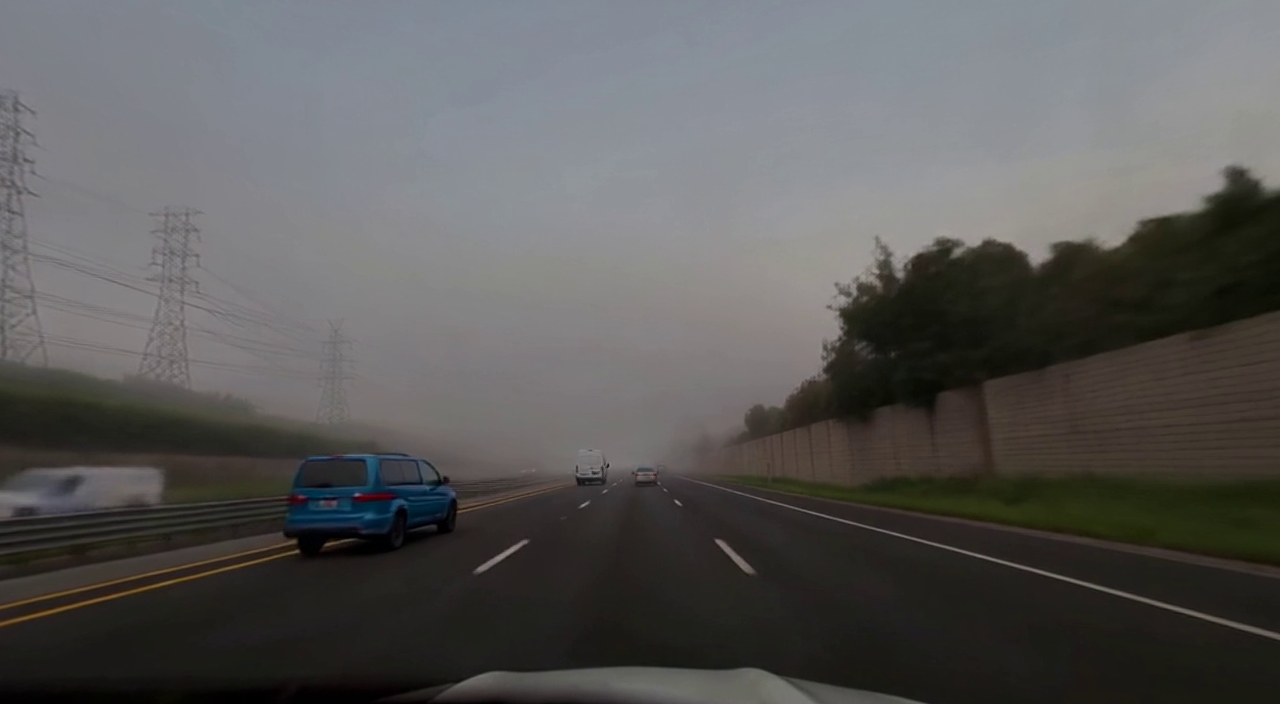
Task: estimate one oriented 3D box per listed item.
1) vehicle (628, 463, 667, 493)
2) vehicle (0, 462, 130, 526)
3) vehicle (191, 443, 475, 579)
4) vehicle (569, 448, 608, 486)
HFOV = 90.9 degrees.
[{"bbox_3d":[0.369,7.005,35.120,2.006,1.554,3.863,1,-11,-1],"label":"vehicle"},{"bbox_3d":[-15.595,3.561,16.089,1.808,1.440,3.961,1,-11,-2],"label":"vehicle"},{"bbox_3d":[-4.202,2.289,9.716,2.023,1.541,4.543,1,-11,1],"label":"vehicle"},{"bbox_3d":[-3.808,8.745,47.790,2.394,2.609,6.875,1,-11,0],"label":"vehicle"}]
